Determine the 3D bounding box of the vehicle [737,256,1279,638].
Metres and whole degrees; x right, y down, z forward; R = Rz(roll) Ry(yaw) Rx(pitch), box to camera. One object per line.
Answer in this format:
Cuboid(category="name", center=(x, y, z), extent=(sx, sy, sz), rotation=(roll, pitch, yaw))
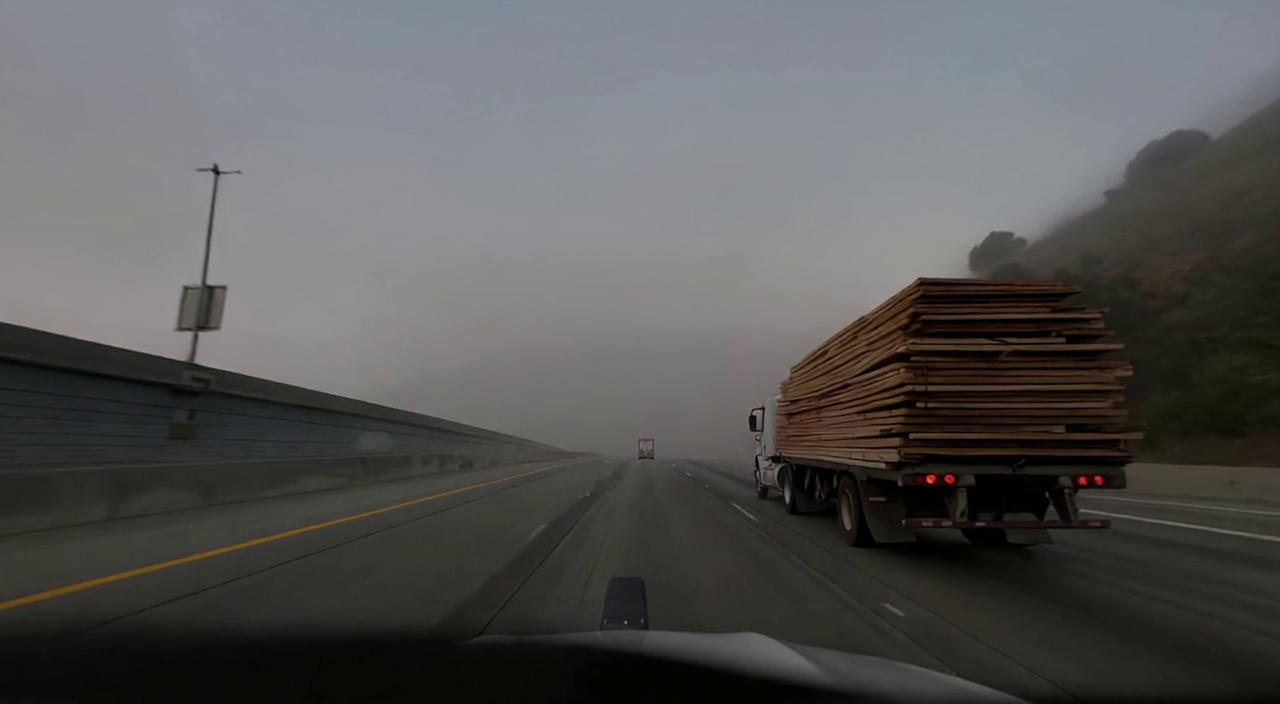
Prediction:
Cuboid(category="vehicle", center=(4.068, 1.515, 10.421), extent=(3.326, 3.089, 10.642), rotation=(0, -9, 1))
